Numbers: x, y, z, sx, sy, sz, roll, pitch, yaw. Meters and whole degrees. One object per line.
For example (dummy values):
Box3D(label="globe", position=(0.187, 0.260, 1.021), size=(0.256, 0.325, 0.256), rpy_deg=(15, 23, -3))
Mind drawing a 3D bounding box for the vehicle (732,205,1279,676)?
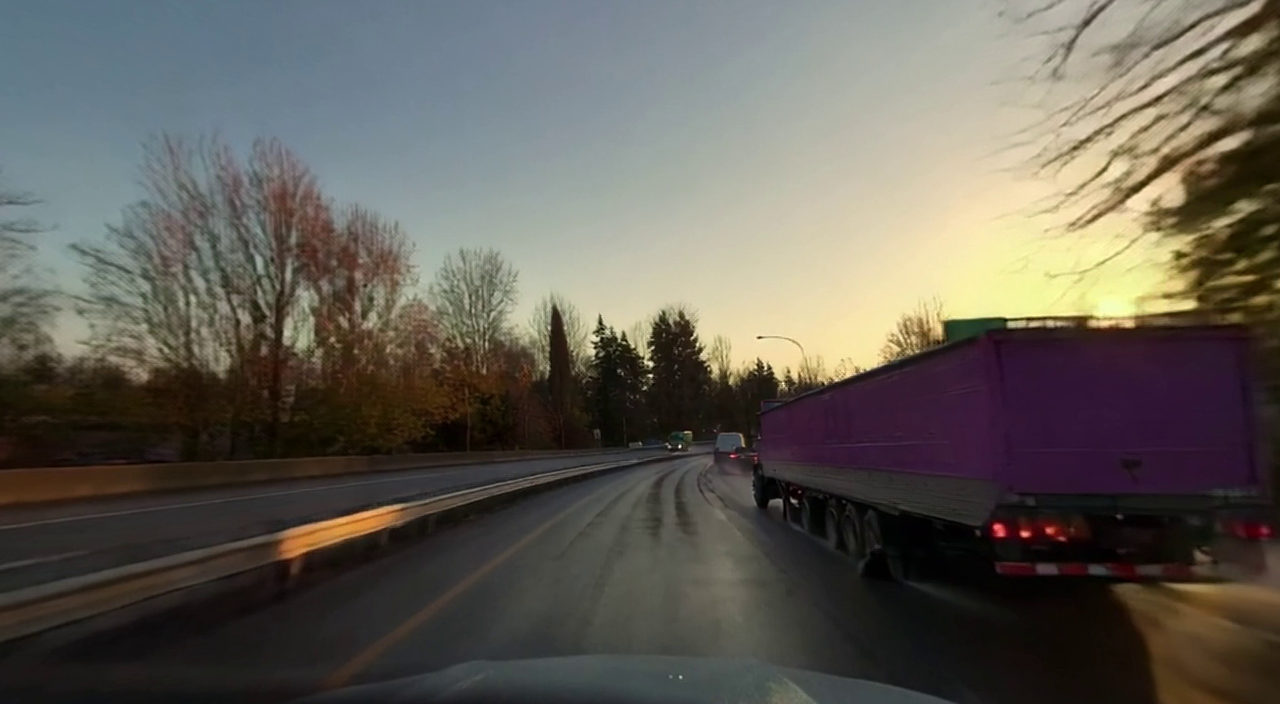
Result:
Box3D(label="vehicle", position=(4.107, 1.692, 11.952), size=(2.916, 3.563, 14.462), rpy_deg=(-1, -9, 2))
